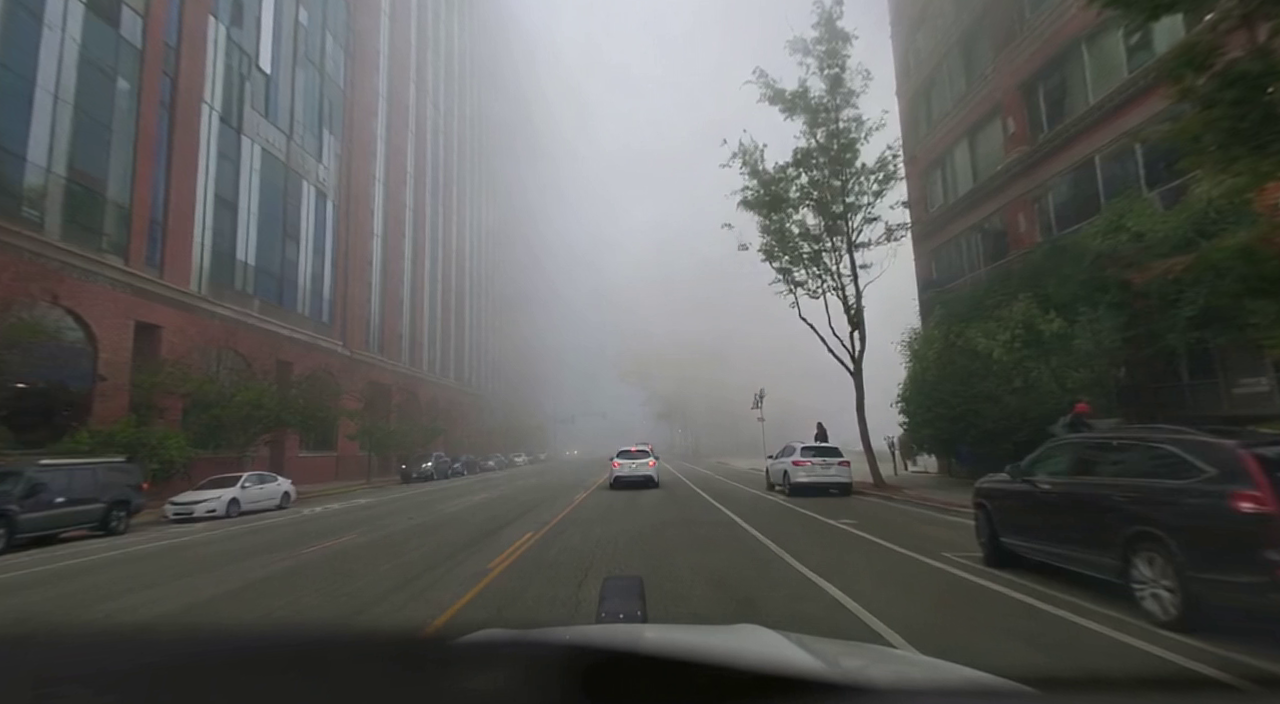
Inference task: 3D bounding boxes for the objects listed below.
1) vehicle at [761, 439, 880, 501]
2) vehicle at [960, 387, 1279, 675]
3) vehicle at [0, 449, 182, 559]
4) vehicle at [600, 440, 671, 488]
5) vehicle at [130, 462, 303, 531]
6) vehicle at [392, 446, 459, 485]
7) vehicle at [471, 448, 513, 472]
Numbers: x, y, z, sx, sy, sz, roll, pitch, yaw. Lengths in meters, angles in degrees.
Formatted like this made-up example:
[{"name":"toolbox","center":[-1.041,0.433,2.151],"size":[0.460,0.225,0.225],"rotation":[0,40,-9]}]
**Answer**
[{"name":"vehicle","center":[5.030,3.337,18.329],"size":[2.075,1.584,4.201],"rotation":[0,-8,-2]},{"name":"vehicle","center":[4.956,1.336,5.522],"size":[2.071,1.730,4.298],"rotation":[0,-8,1]},{"name":"vehicle","center":[-11.818,2.924,12.299],"size":[2.223,1.807,5.061],"rotation":[-6,-8,-3]},{"name":"vehicle","center":[-0.135,3.850,22.063],"size":[2.269,1.479,3.980],"rotation":[0,-8,0]},{"name":"vehicle","center":[-11.527,3.917,17.682],"size":[1.917,1.408,4.454],"rotation":[-4,-8,-2]},{"name":"vehicle","center":[-11.777,6.220,35.047],"size":[2.114,1.938,4.590],"rotation":[-1,-8,0]},{"name":"vehicle","center":[-11.575,8.464,49.675],"size":[2.077,1.732,4.704],"rotation":[0,-8,1]}]
